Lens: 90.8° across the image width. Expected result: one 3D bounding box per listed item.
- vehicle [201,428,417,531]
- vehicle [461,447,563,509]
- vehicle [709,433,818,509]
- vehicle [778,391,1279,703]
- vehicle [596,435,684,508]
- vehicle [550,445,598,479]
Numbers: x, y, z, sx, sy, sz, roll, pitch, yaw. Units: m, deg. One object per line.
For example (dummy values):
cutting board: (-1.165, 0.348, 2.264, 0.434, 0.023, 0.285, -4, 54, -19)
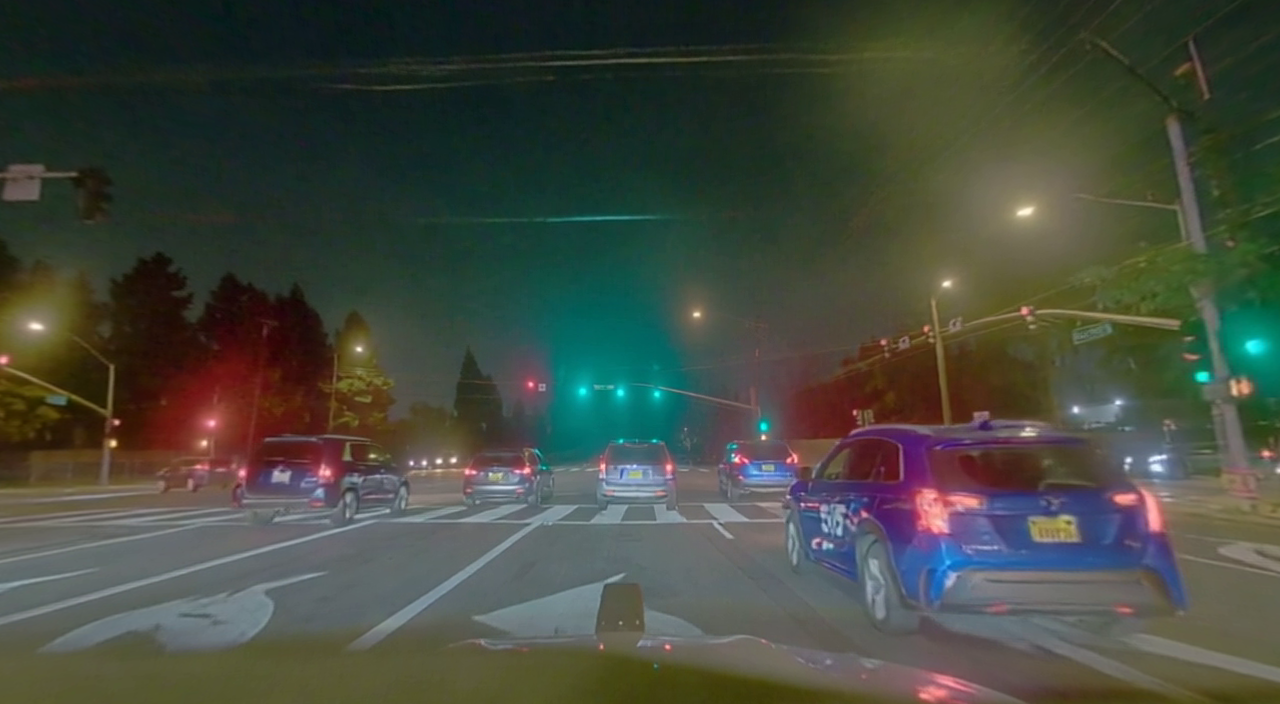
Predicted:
vehicle: (-6.703, 2.615, 13.580, 2.116, 1.812, 4.609, 0, -9, 0)
vehicle: (-3.355, 3.387, 17.496, 1.881, 1.466, 4.484, 0, -9, 0)
vehicle: (3.199, 3.175, 17.365, 1.999, 1.789, 4.583, 0, -9, -1)
vehicle: (2.781, 1.374, 5.672, 2.034, 1.655, 4.465, 0, -9, 0)
vehicle: (0.001, 3.172, 17.188, 2.111, 1.712, 4.078, 0, -9, 0)
vehicle: (-3.389, 5.730, 33.225, 1.939, 1.652, 4.268, 0, -9, 2)
